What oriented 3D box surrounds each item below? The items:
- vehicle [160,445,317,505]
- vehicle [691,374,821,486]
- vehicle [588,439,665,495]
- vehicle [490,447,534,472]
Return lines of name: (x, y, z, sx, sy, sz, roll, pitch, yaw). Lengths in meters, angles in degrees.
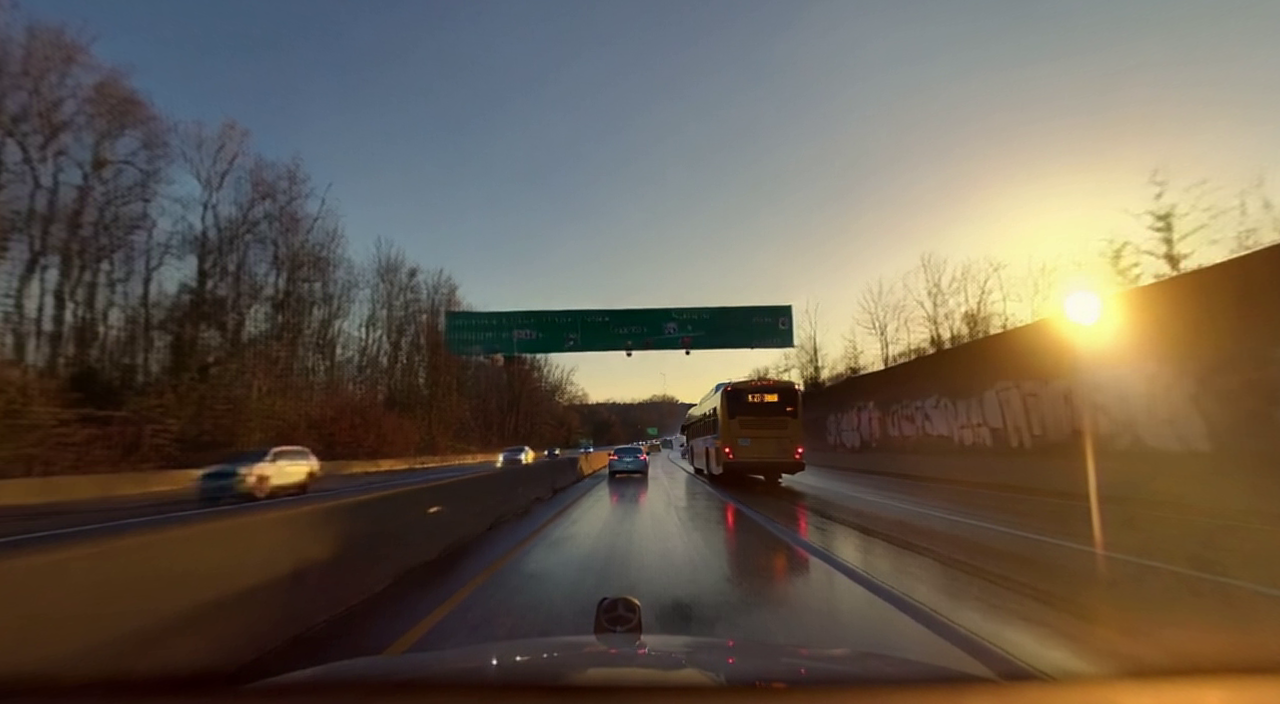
vehicle: (-12.556, 3.840, 20.026, 2.029, 1.647, 4.323, -1, -9, 2)
vehicle: (4.108, 3.388, 25.818, 3.055, 3.479, 12.521, -1, -9, 1)
vehicle: (-0.328, 3.564, 19.720, 2.160, 1.532, 4.073, -1, -9, 1)
vehicle: (-8.410, 7.110, 41.629, 1.922, 1.560, 4.165, -1, -9, 2)
